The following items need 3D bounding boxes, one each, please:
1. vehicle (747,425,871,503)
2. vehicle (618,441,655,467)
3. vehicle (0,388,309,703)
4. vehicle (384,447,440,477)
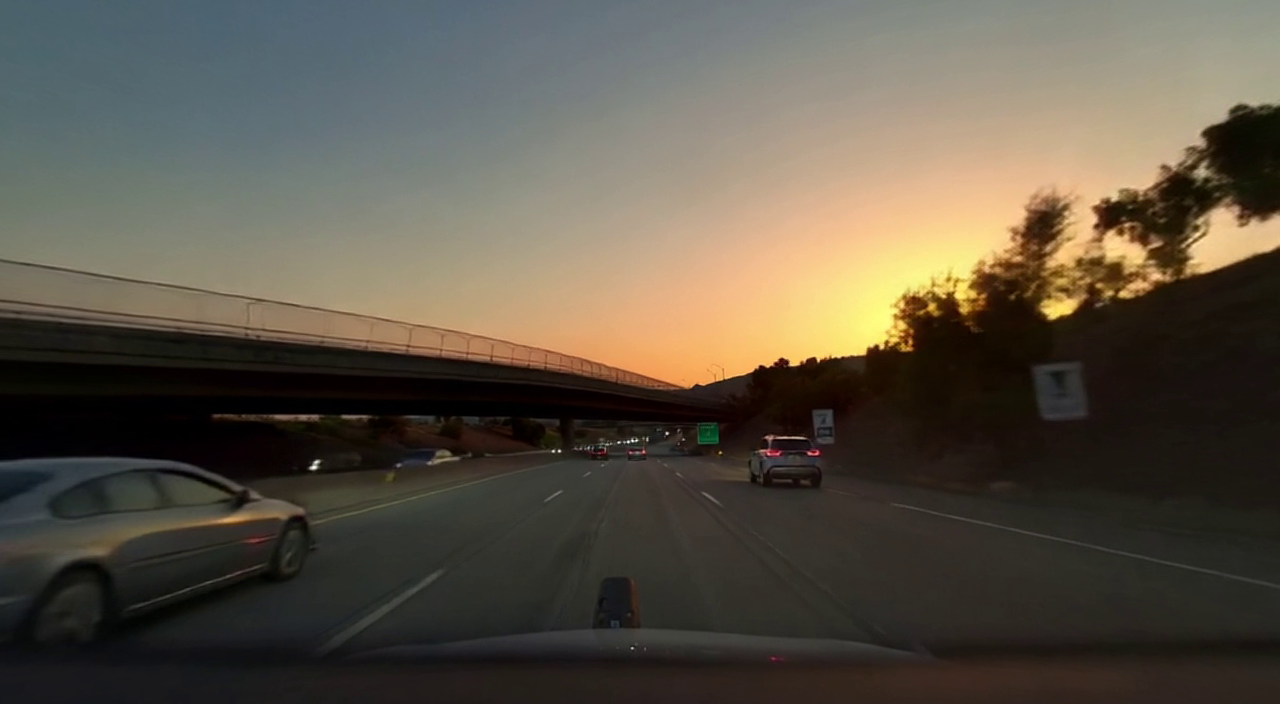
[{"bbox_3d":[4.055,2.771,15.854,2.143,1.667,4.221,-1,-9,3],"label":"vehicle"},{"bbox_3d":[-0.202,6.671,41.158,1.969,1.595,3.964,-1,-8,6],"label":"vehicle"},{"bbox_3d":[-4.135,1.065,3.548,2.084,1.594,4.219,-1,-9,2],"label":"vehicle"},{"bbox_3d":[-13.003,6.296,36.018,1.975,1.574,4.341,0,-9,-5],"label":"vehicle"}]
